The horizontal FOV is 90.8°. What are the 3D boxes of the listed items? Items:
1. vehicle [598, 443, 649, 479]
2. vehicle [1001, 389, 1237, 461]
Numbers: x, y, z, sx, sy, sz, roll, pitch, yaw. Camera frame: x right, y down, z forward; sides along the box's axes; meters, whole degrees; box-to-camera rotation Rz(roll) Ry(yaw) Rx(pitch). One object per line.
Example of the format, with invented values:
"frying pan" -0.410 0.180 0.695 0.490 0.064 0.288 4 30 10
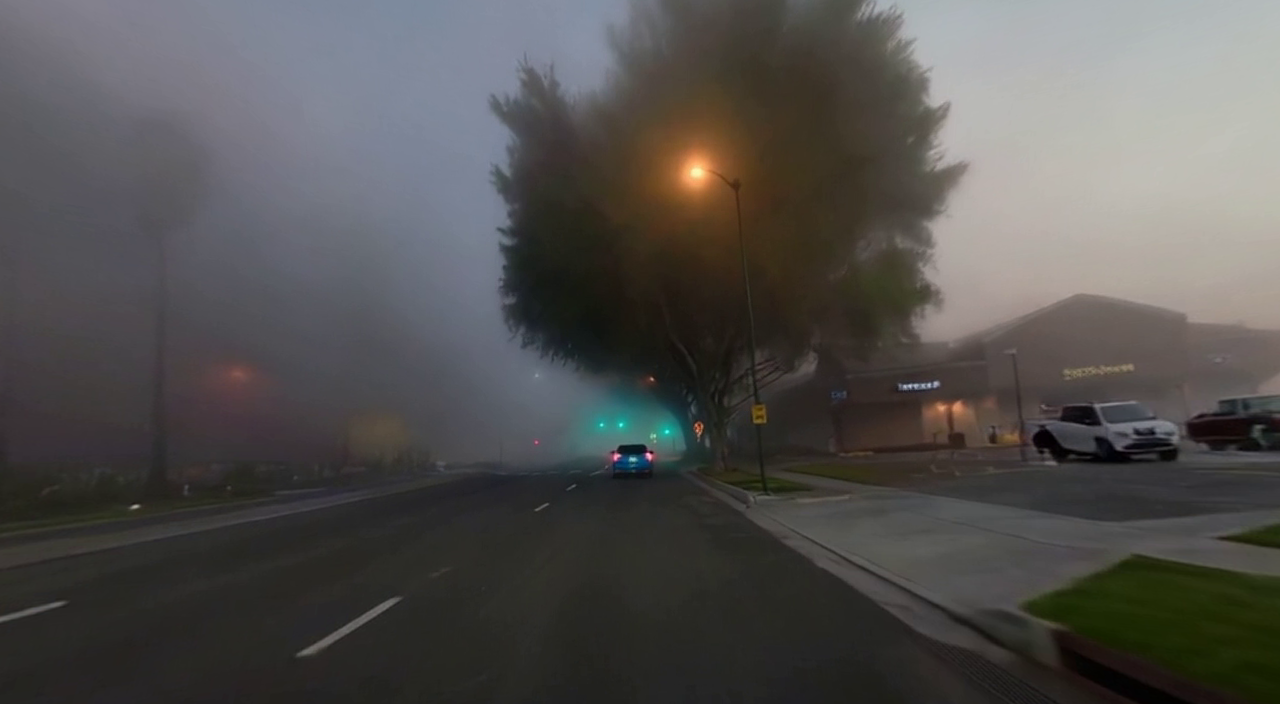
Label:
"vehicle" -0.712 4.901 28.767 2.156 1.462 4.495 0 -8 -1
"vehicle" 12.622 2.035 17.027 1.873 1.657 4.557 5 -10 -30
